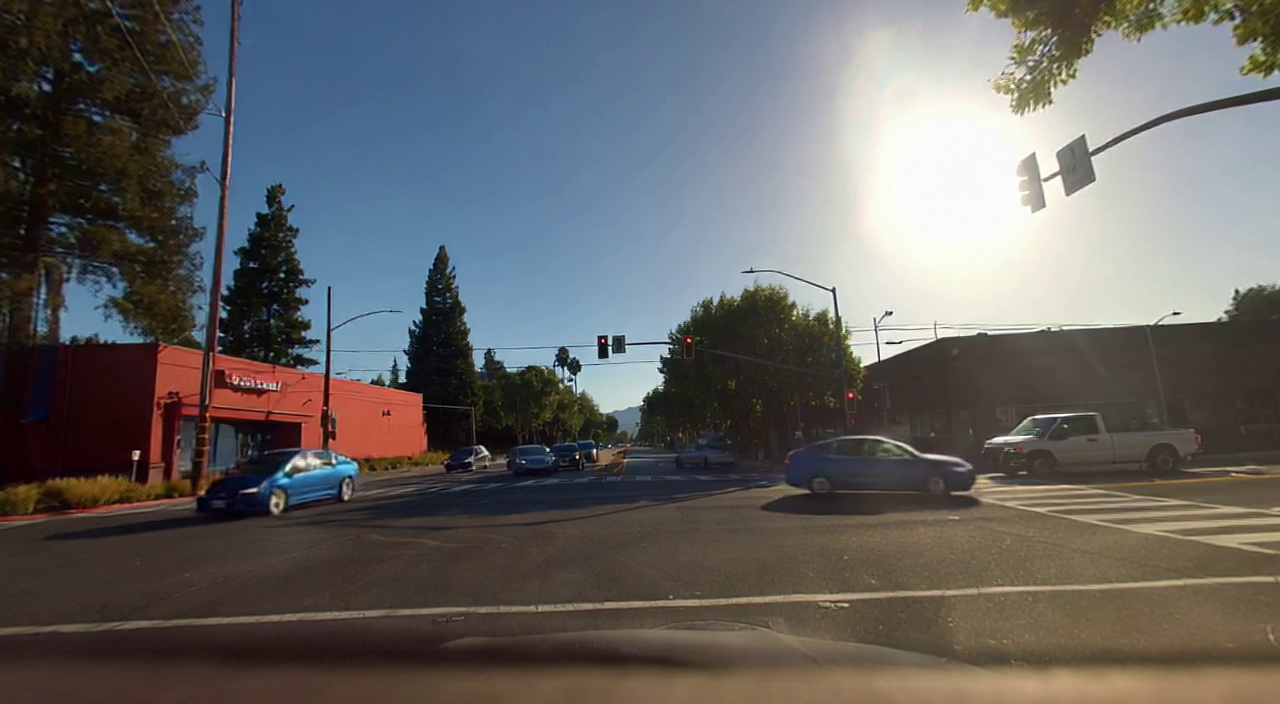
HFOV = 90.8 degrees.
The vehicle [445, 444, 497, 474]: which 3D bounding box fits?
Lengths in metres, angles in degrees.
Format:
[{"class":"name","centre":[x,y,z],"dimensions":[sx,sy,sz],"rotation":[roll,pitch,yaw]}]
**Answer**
[{"class":"vehicle","centre":[-8.840,5.615,33.309],"dimensions":[1.779,1.460,4.463],"rotation":[0,-9,-4]}]

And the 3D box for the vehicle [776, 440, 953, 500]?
[{"class":"vehicle","centre":[5.983,3.105,16.908],"dimensions":[4.228,1.416,1.846],"rotation":[-4,-10,26]}]

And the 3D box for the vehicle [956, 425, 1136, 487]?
[{"class":"vehicle","centre":[14.823,3.778,23.117],"dimensions":[5.910,2.046,2.228],"rotation":[3,-9,-20]}]

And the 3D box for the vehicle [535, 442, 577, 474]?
[{"class":"vehicle","centre":[-4.228,5.268,31.584],"dimensions":[1.935,1.464,4.562],"rotation":[1,-9,-8]}]

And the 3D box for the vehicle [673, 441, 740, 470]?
[{"class":"vehicle","centre":[3.746,6.005,36.629],"dimensions":[1.919,1.453,4.828],"rotation":[1,-9,-19]}]

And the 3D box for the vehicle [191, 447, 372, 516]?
[{"class":"vehicle","centre":[-8.778,3.165,16.023],"dimensions":[2.024,1.460,4.381],"rotation":[0,-9,0]}]

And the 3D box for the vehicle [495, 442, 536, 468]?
[{"class":"vehicle","centre":[-8.679,7.199,44.401],"dimensions":[2.087,1.718,4.700],"rotation":[0,-9,-2]}]
